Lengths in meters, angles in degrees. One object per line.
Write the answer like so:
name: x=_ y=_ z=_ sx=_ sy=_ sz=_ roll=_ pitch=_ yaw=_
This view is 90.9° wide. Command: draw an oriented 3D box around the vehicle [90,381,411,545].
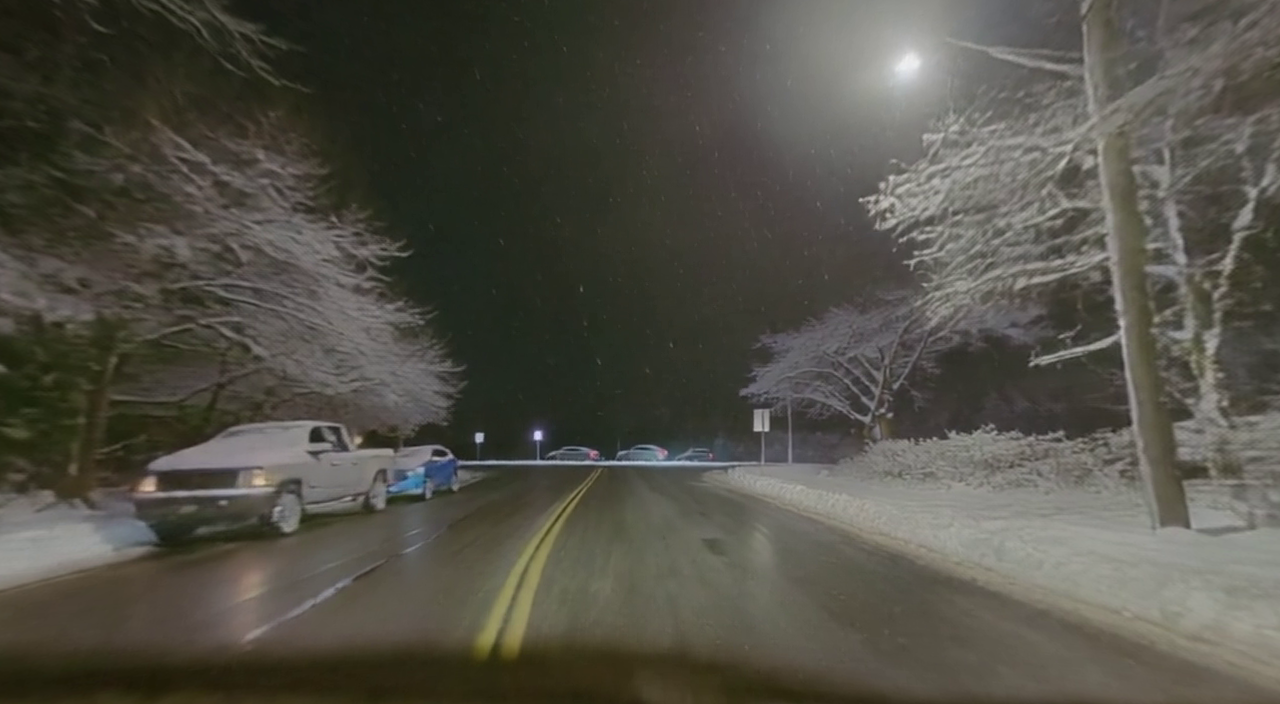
vehicle: x=-6.639 y=2.176 z=11.982 sx=2.583 sy=2.167 sz=5.667 roll=-4 pitch=-12 yaw=-1
